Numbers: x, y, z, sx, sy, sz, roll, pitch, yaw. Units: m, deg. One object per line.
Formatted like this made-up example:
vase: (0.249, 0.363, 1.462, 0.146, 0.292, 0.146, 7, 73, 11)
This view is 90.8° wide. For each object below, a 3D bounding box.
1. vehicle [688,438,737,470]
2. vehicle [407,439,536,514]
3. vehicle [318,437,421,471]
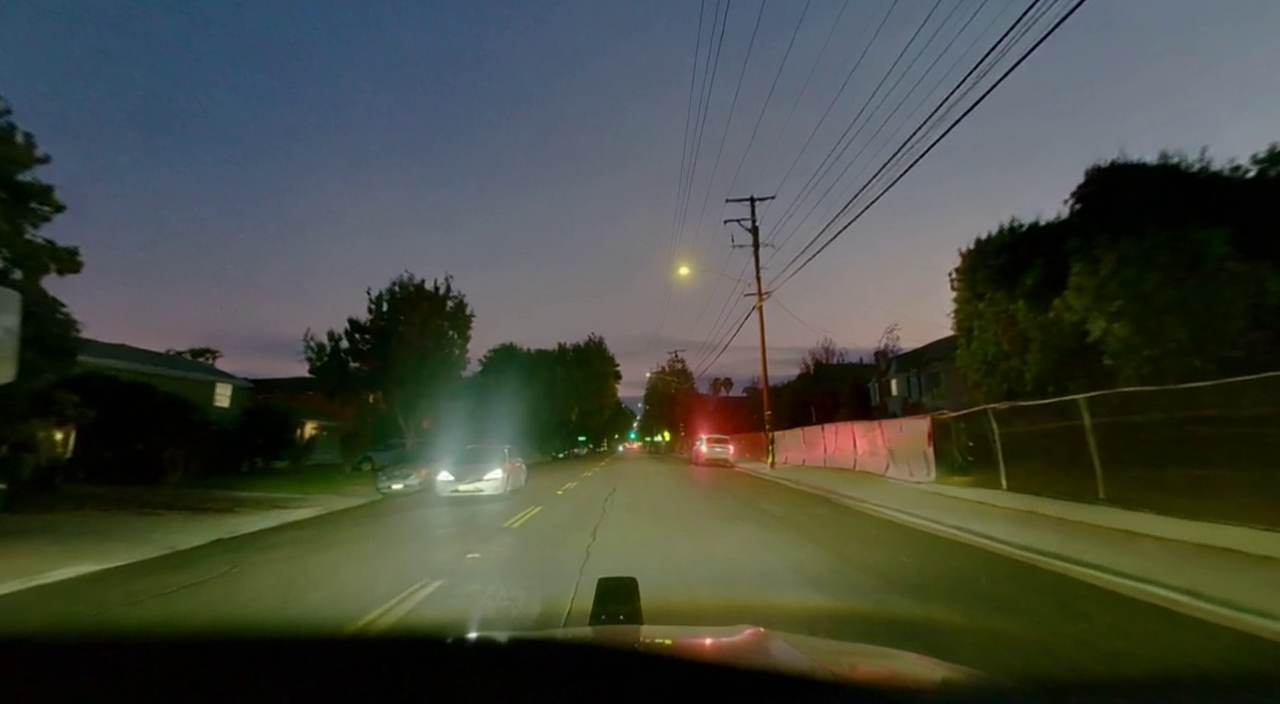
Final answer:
vehicle: (3.623, 5.209, 32.411, 1.902, 1.542, 4.099, 0, -8, -2)
vehicle: (-4.064, 3.046, 16.076, 2.068, 1.543, 4.523, -2, -8, 0)
vehicle: (-15.107, 5.729, 35.480, 4.833, 1.831, 2.066, 0, -9, 0)
